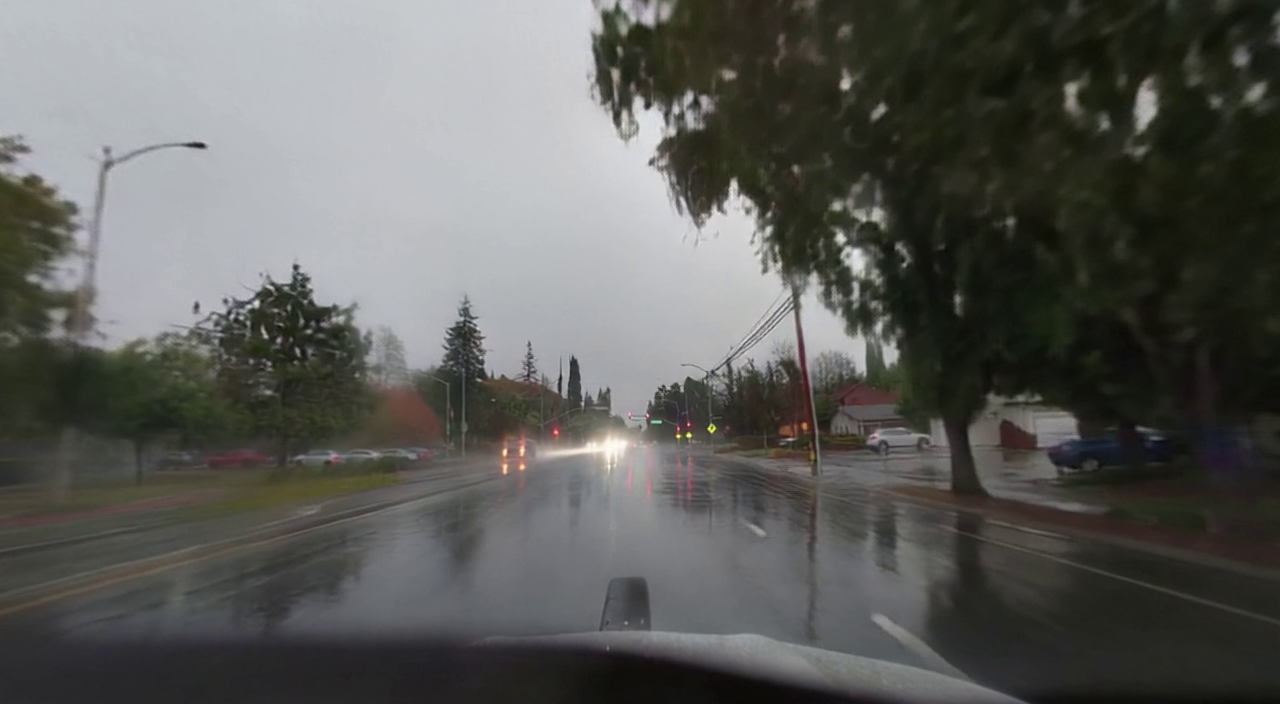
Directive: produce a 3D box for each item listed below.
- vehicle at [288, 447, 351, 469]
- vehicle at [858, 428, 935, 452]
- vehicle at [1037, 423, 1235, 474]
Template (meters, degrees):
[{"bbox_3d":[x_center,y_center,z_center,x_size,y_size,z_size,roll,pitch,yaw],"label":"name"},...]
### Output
[{"bbox_3d":[-22.061,7.310,43.493,3.459,1.419,1.631,-1,-9,-2],"label":"vehicle"},{"bbox_3d":[18.520,6.377,45.628,4.591,1.718,2.107,0,-9,-3],"label":"vehicle"},{"bbox_3d":[14.687,2.919,18.965,4.253,1.397,1.717,-3,-9,18],"label":"vehicle"}]
